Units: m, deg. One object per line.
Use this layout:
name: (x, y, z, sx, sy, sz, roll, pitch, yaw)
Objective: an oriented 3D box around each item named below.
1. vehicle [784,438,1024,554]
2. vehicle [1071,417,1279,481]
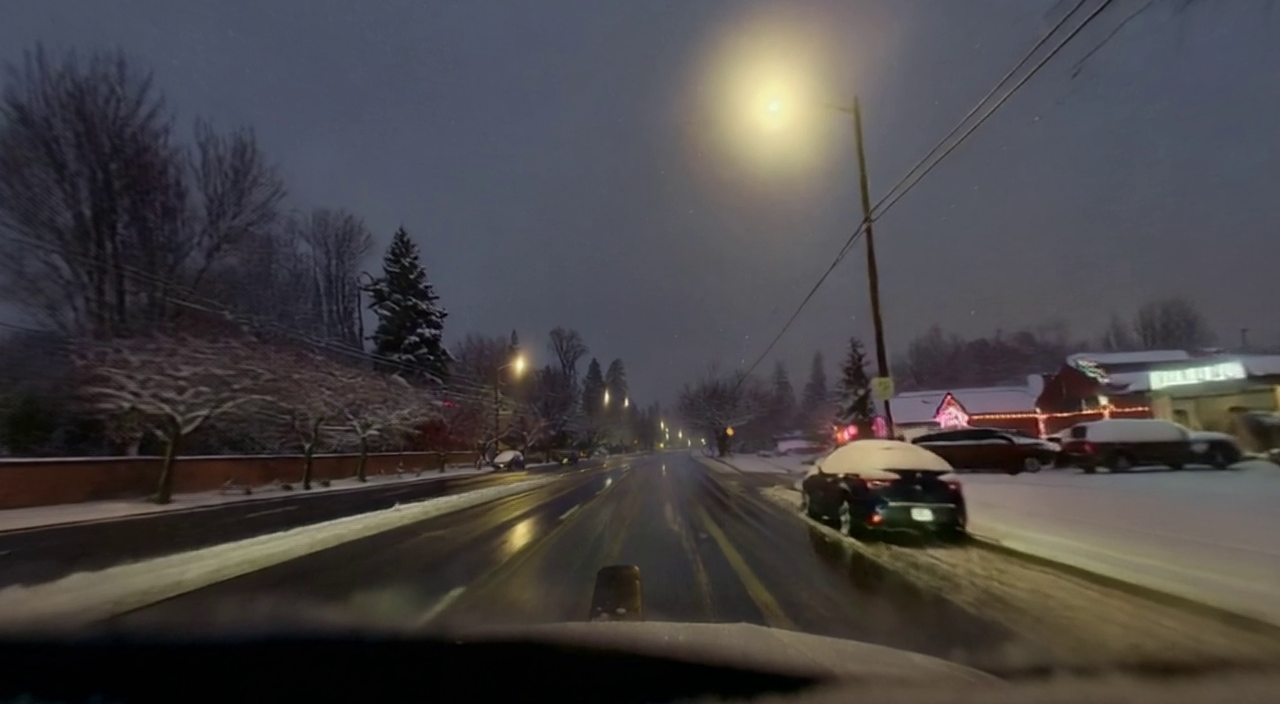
vehicle: (4.009, 2.248, 10.738, 2.080, 1.503, 4.821, 0, -8, 1)
vehicle: (15.605, 2.842, 18.556, 4.290, 1.717, 2.013, -1, -8, 7)
